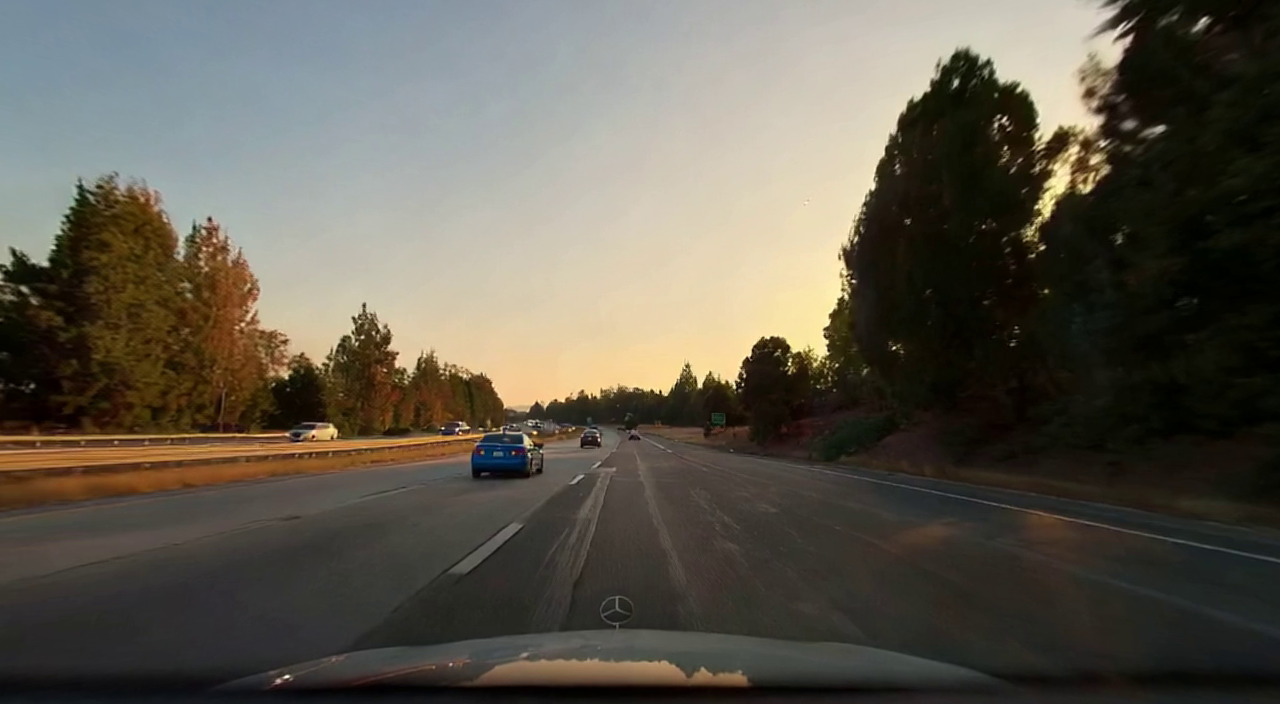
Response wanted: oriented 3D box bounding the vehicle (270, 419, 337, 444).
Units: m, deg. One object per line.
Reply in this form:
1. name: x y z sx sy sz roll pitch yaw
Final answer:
1. vehicle: -21.624 5.158 40.736 2.034 1.506 4.253 0 -8 -1

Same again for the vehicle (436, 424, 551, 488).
1. vehicle: -3.640 2.665 16.546 1.977 1.443 4.225 0 -8 0
